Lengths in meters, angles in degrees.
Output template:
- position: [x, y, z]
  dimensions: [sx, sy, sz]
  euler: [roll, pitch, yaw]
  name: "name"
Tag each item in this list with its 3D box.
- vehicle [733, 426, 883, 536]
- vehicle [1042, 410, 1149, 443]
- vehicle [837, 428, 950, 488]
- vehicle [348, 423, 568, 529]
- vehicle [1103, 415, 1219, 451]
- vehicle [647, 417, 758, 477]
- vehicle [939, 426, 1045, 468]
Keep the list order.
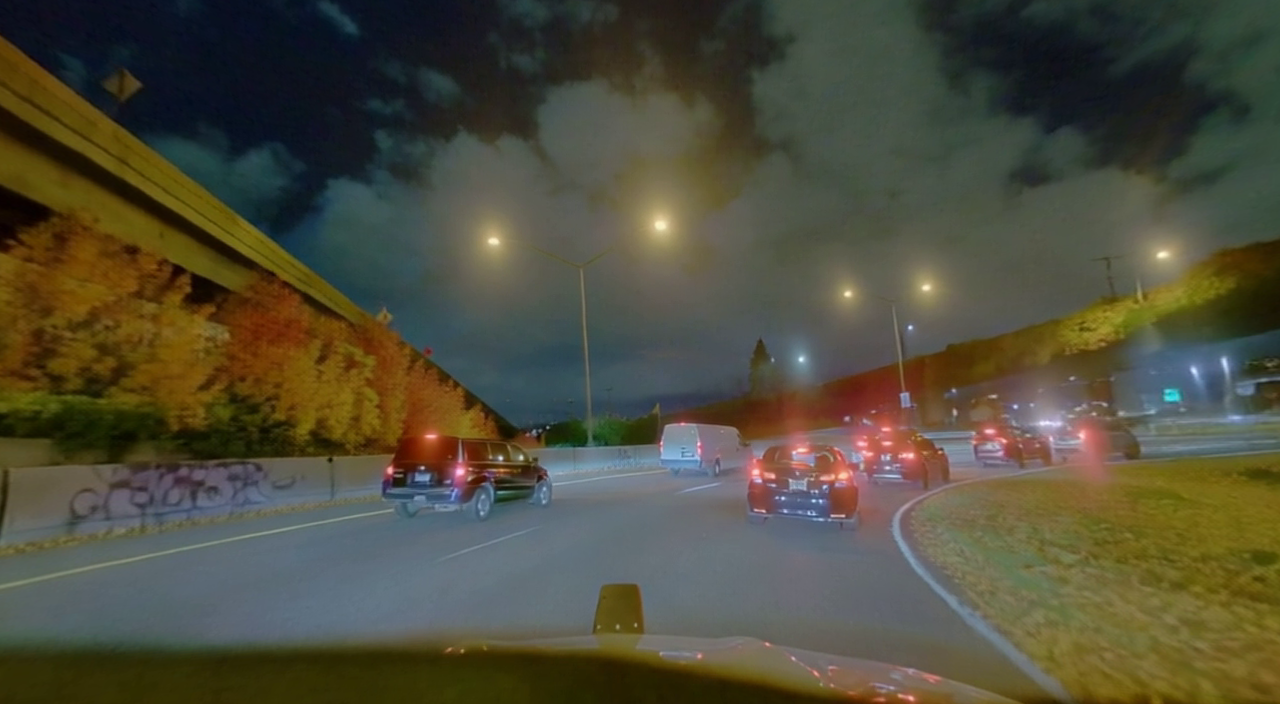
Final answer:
- position: [3.065, 2.126, 10.883]
  dimensions: [2.064, 1.515, 3.722]
  euler: [-4, -10, 21]
  name: "vehicle"
- position: [23.716, 3.923, 32.704]
  dimensions: [4.309, 1.613, 1.909]
  euler: [1, -9, -9]
  name: "vehicle"
- position: [7.455, 3.035, 18.198]
  dimensions: [1.830, 1.519, 4.253]
  euler: [-7, -11, 38]
  name: "vehicle"
- position: [-3.035, 2.184, 11.528]
  dimensions: [1.921, 1.554, 4.081]
  euler: [-3, -9, 17]
  name: "vehicle"
- position: [22.761, 3.569, 27.434]
  dimensions: [3.934, 1.485, 1.763]
  euler: [2, -9, -14]
  name: "vehicle"
- position: [2.200, 3.210, 21.168]
  dimensions: [1.835, 1.825, 4.005]
  euler: [-7, -11, 37]
  name: "vehicle"
- position: [13.546, 3.648, 24.070]
  dimensions: [3.902, 1.446, 1.780]
  euler: [5, -10, -32]
  name: "vehicle"
